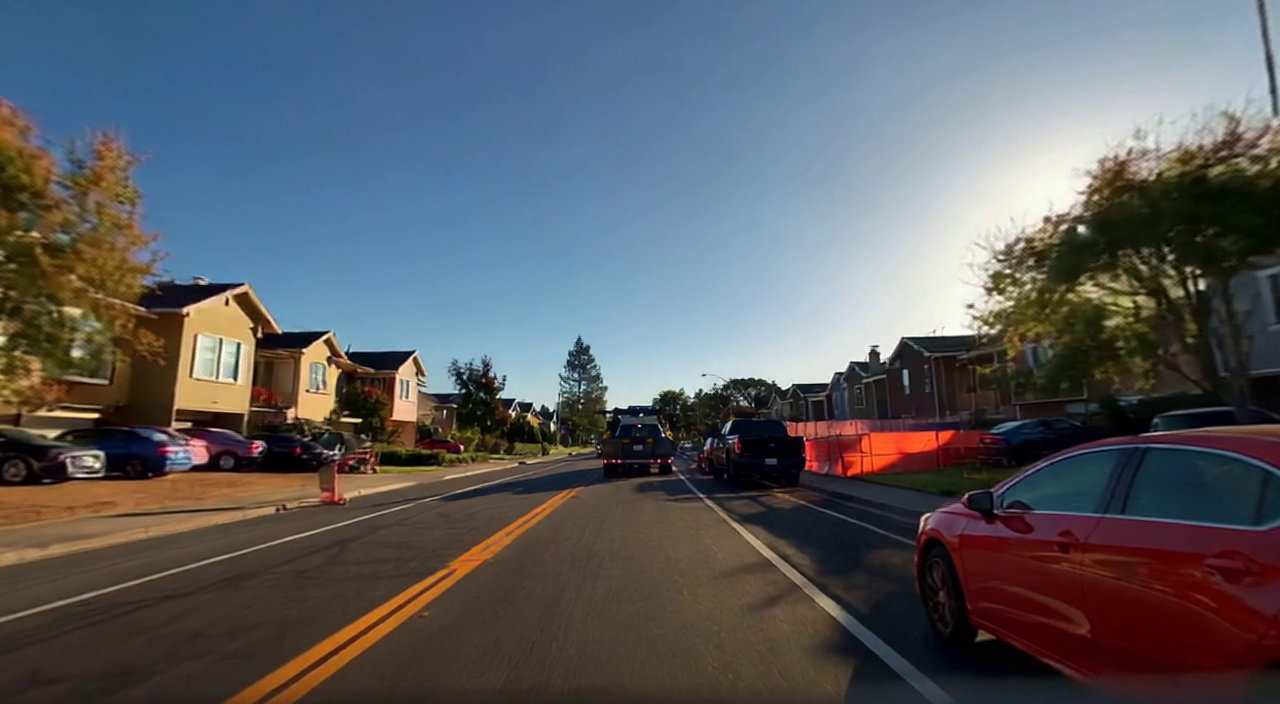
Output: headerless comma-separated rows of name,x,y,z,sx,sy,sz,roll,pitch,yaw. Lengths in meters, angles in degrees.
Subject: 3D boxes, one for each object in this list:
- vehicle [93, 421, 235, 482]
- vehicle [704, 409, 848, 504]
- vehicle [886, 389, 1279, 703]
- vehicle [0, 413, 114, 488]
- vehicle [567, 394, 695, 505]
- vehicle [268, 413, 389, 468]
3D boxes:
vehicle,-14.952,3.150,20.094,2.010,1.721,4.499,2,-9,-16
vehicle,3.168,2.634,16.200,2.486,1.993,5.667,0,-8,0
vehicle,3.020,1.002,2.841,2.010,1.499,4.481,0,-8,0
vehicle,-16.889,2.593,16.697,4.184,1.831,1.940,-1,-8,8
vehicle,-0.132,2.590,17.003,2.751,2.361,6.347,1,-8,1
vehicle,-13.390,3.908,27.556,2.475,2.157,5.567,0,-8,-1
